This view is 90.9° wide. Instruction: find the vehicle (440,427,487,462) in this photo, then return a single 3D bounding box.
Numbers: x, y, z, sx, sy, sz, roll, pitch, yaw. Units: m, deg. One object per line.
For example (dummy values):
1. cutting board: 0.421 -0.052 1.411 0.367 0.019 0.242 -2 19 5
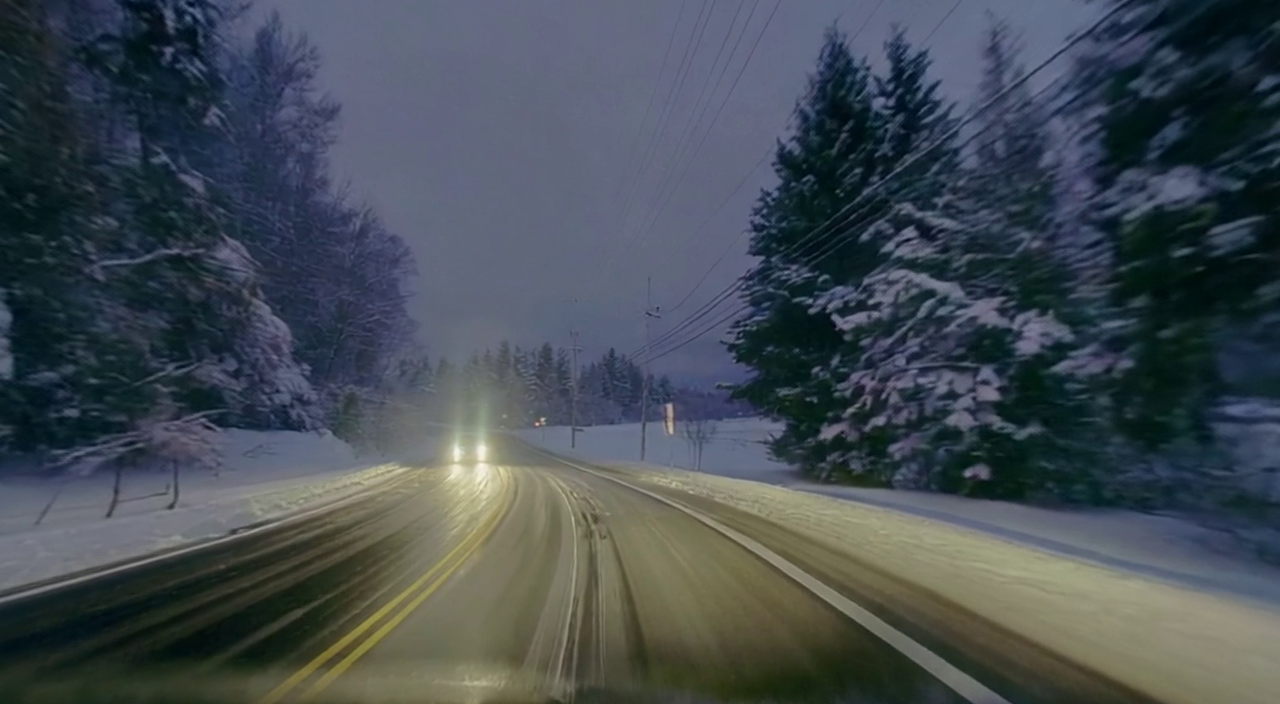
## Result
1. vehicle: -10.299 5.443 37.083 2.213 1.882 4.693 2 -8 -11
